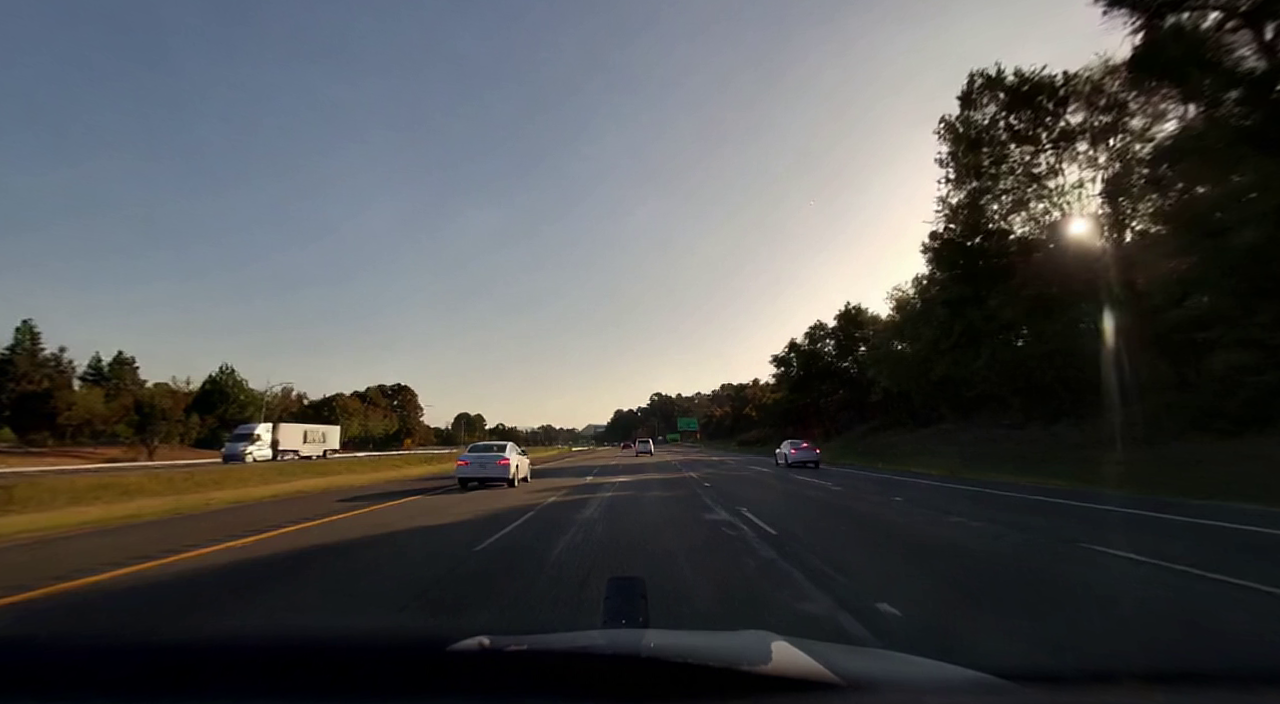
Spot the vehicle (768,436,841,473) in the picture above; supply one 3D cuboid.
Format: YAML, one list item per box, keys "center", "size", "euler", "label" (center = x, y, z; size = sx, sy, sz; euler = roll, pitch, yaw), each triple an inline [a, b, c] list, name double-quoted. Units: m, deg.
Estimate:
- center: [7.269, 4.571, 28.324]
  size: [1.870, 1.493, 5.015]
  euler: [0, -8, -1]
  label: "vehicle"

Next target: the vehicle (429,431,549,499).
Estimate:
- center: [-3.819, 2.942, 16.765]
  size: [2.050, 1.546, 4.344]
  euler: [0, -8, 1]
  label: "vehicle"
